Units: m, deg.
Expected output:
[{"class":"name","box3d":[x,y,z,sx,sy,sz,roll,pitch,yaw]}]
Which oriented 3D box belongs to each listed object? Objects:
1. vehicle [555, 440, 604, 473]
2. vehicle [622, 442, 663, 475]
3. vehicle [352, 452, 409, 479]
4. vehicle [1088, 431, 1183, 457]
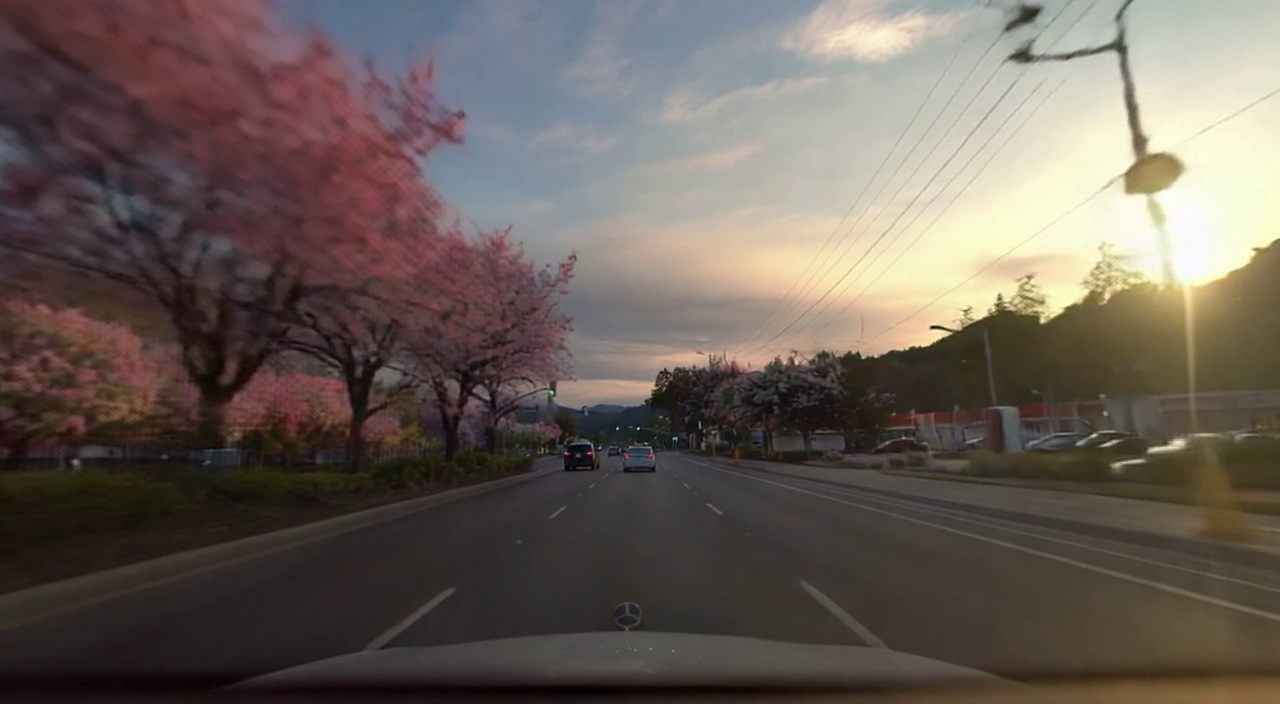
[{"class":"vehicle","box3d":[-3.551,6.271,38.053,2.453,1.844,4.751,0,-9,1]},{"class":"vehicle","box3d":[0.146,5.967,35.491,2.149,1.701,4.379,0,-9,0]},{"class":"vehicle","box3d":[-18.111,7.910,44.087,2.030,1.750,4.597,0,-9,0]},{"class":"vehicle","box3d":[29.808,5.569,37.990,1.832,1.421,4.597,-1,-8,-2]}]
